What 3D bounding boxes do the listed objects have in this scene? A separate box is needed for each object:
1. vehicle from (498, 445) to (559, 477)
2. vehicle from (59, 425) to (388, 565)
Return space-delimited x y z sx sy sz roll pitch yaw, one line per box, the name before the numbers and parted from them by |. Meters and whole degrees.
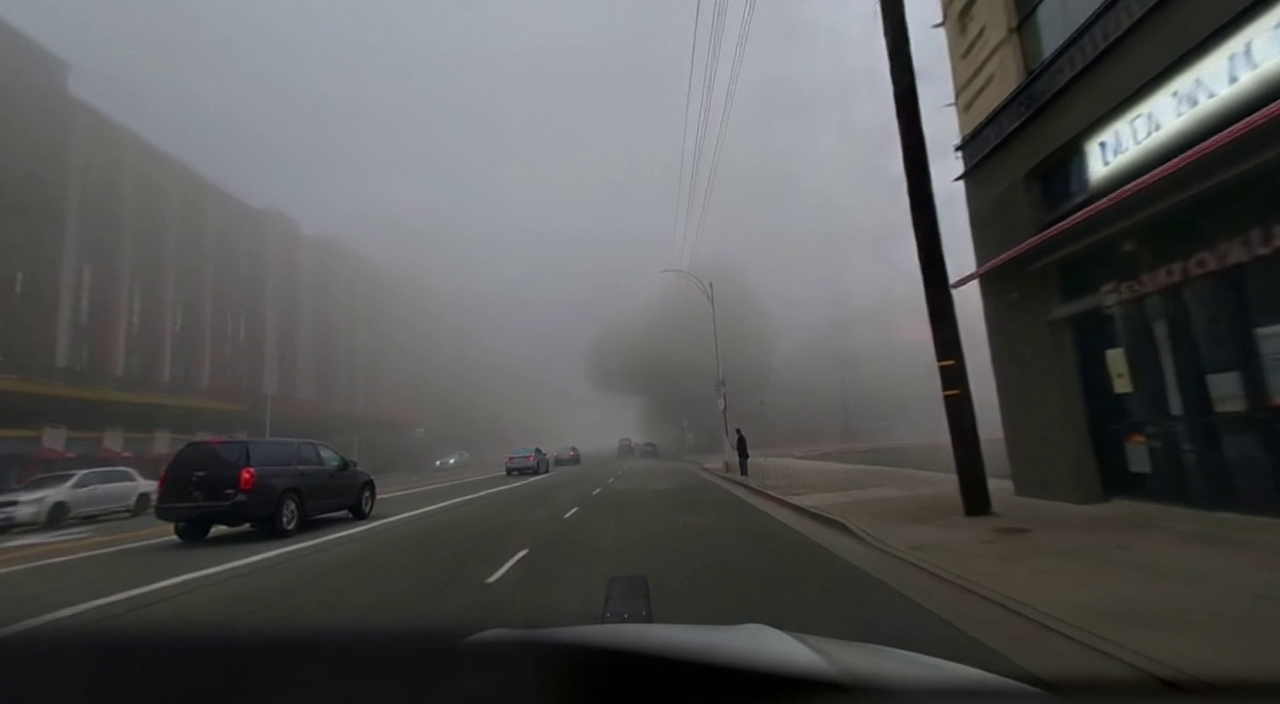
vehicle | -5.412 5.363 31.328 2.030 1.488 4.650 -1 -9 2
vehicle | -6.116 2.124 10.220 2.007 1.698 4.759 0 -9 1
